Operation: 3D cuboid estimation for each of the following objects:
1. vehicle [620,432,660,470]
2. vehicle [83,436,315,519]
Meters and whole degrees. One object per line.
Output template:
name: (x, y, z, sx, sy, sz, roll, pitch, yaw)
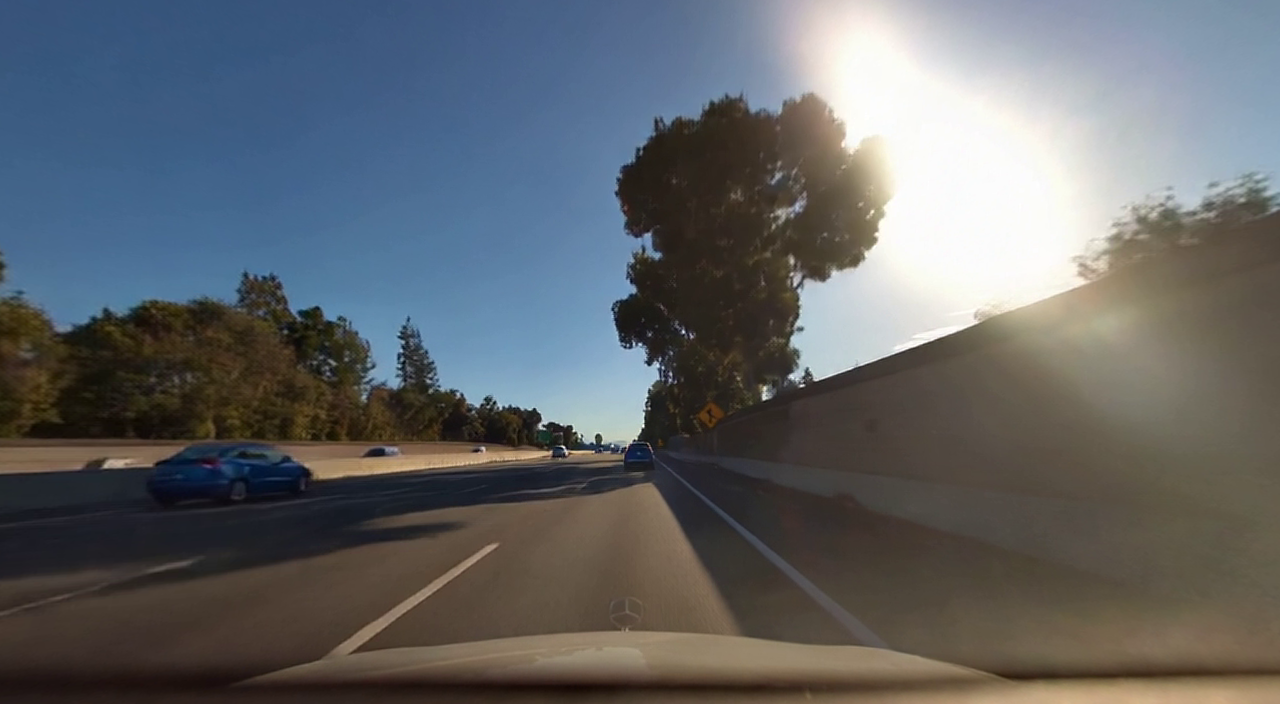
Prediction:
vehicle: (-0.007, 6.007, 38.390, 2.318, 2.145, 4.561, 0, -8, 0)
vehicle: (-10.287, 2.930, 15.366, 2.037, 1.661, 4.885, 0, -8, 1)
